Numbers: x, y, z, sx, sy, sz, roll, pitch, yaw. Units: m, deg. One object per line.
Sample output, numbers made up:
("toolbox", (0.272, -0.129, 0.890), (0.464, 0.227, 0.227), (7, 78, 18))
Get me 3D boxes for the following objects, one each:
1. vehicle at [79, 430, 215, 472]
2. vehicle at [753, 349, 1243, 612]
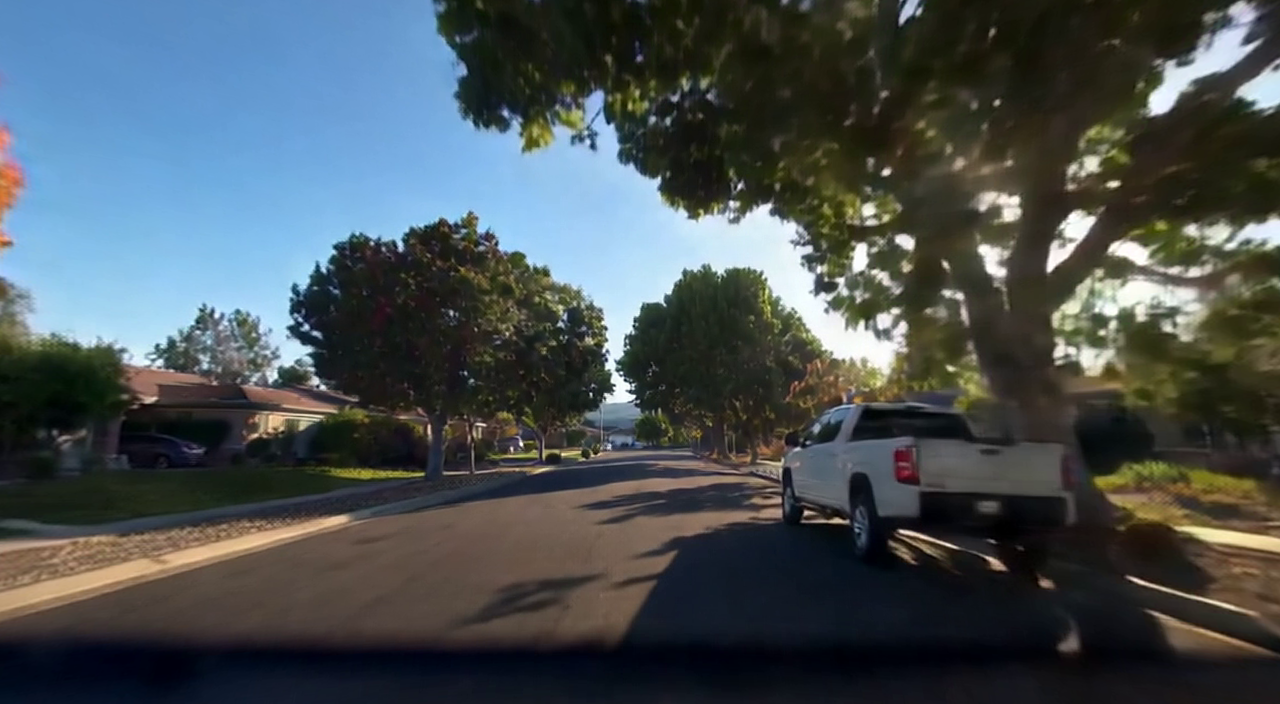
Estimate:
("vehicle", (-19.471, 3.892, 25.006), (4.337, 1.496, 1.868), (-2, -9, 15))
("vehicle", (3.681, 1.618, 9.132), (2.789, 2.206, 7.420), (-1, -8, 1))
